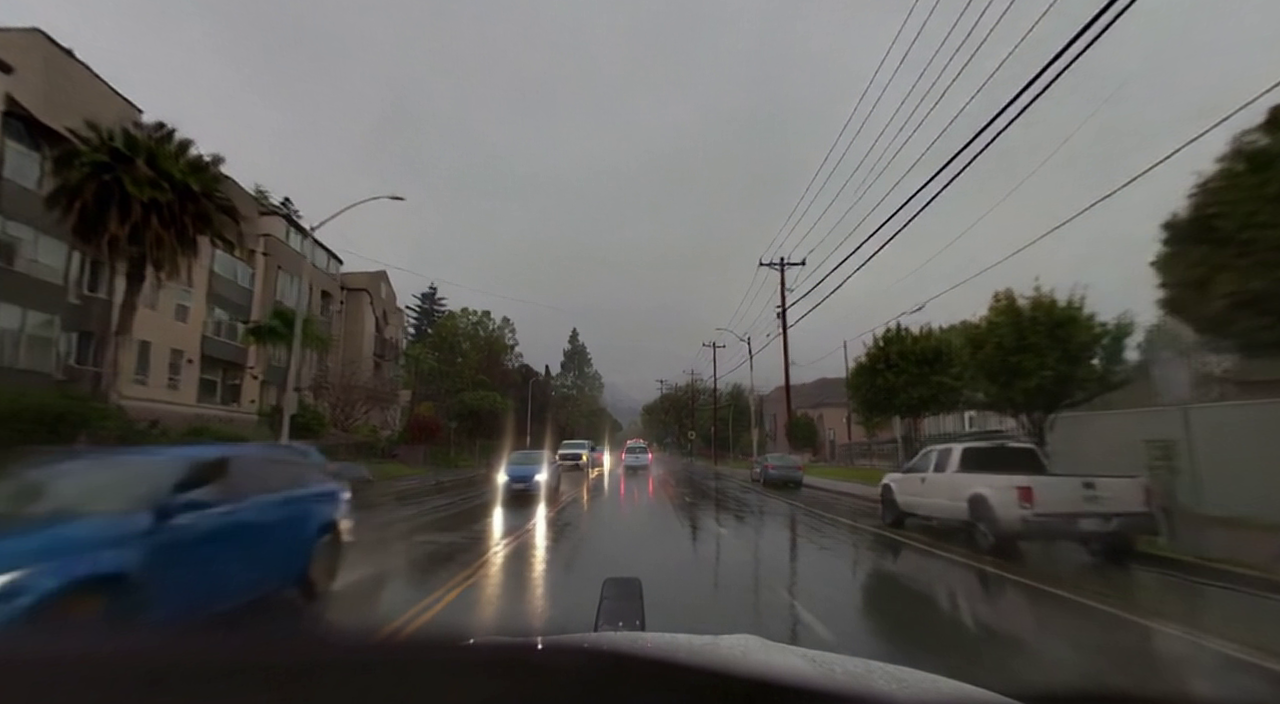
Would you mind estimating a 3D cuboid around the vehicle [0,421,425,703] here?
[{"bbox_3d":[-3.724,1.401,5.137,2.013,1.497,4.456,-1,-8,6],"label":"vehicle"}]

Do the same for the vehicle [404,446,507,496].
[{"bbox_3d":[-6.084,3.950,21.477,2.023,1.492,4.666,0,-8,1],"label":"vehicle"}]

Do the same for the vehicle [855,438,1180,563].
[{"bbox_3d":[6.230,2.497,11.731,2.350,1.706,5.901,0,-8,-1],"label":"vehicle"}]

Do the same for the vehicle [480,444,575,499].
[{"bbox_3d":[-3.352,3.639,19.760,2.057,1.476,4.593,0,-8,1],"label":"vehicle"}]

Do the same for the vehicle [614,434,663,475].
[{"bbox_3d":[-0.031,5.240,32.124,2.308,1.940,4.125,-1,-10,1],"label":"vehicle"}]

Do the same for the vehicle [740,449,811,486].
[{"bbox_3d":[5.962,5.126,28.403,1.943,1.490,4.783,0,-8,-2],"label":"vehicle"}]
